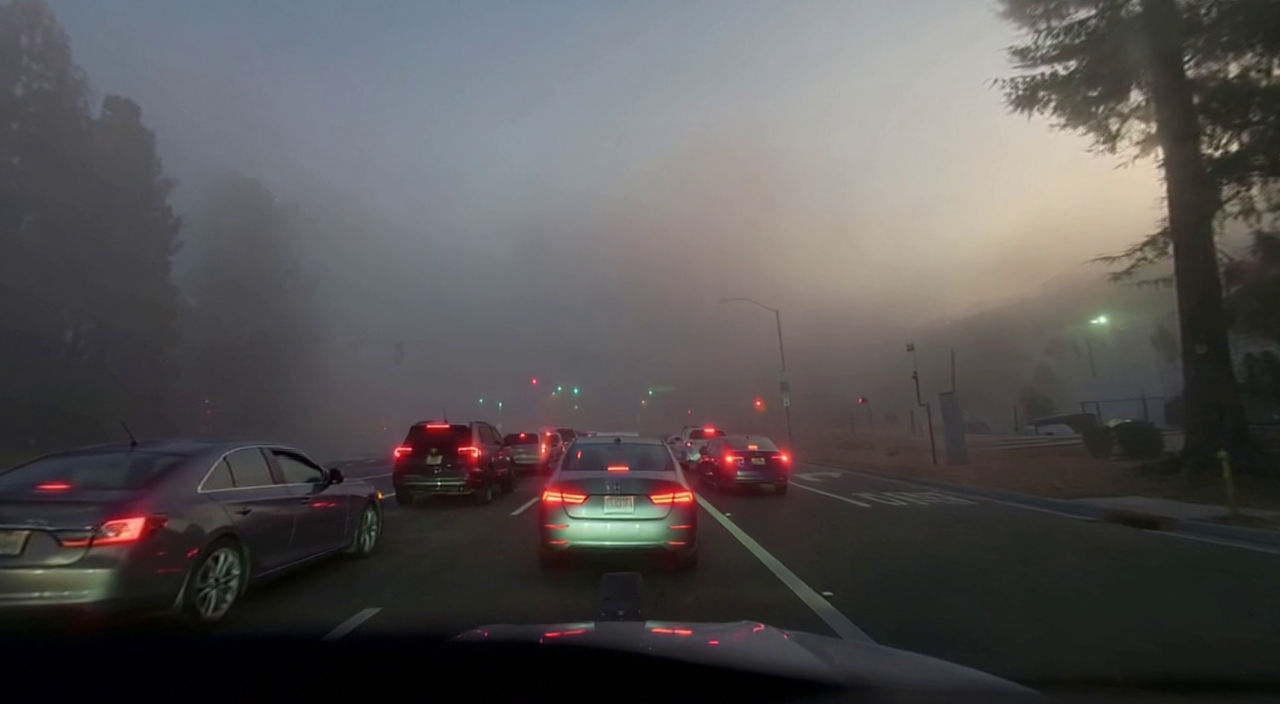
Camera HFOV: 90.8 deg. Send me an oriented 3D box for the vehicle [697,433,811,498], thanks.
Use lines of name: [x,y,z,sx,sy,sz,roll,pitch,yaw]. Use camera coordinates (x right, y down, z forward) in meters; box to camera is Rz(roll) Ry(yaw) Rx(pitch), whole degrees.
vehicle: [2.801,2.914,16.609,1.978,1.452,4.381,0,-8,-3]

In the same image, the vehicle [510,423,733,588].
vehicle: [-0.232,1.684,7.806,2.007,1.467,4.059,0,-8,-2]

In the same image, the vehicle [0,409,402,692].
vehicle: [-3.861,1.352,5.471,1.985,1.467,4.224,0,-8,-1]

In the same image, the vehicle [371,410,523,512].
vehicle: [-4.029,2.367,14.122,2.054,1.881,4.469,0,-8,-1]
